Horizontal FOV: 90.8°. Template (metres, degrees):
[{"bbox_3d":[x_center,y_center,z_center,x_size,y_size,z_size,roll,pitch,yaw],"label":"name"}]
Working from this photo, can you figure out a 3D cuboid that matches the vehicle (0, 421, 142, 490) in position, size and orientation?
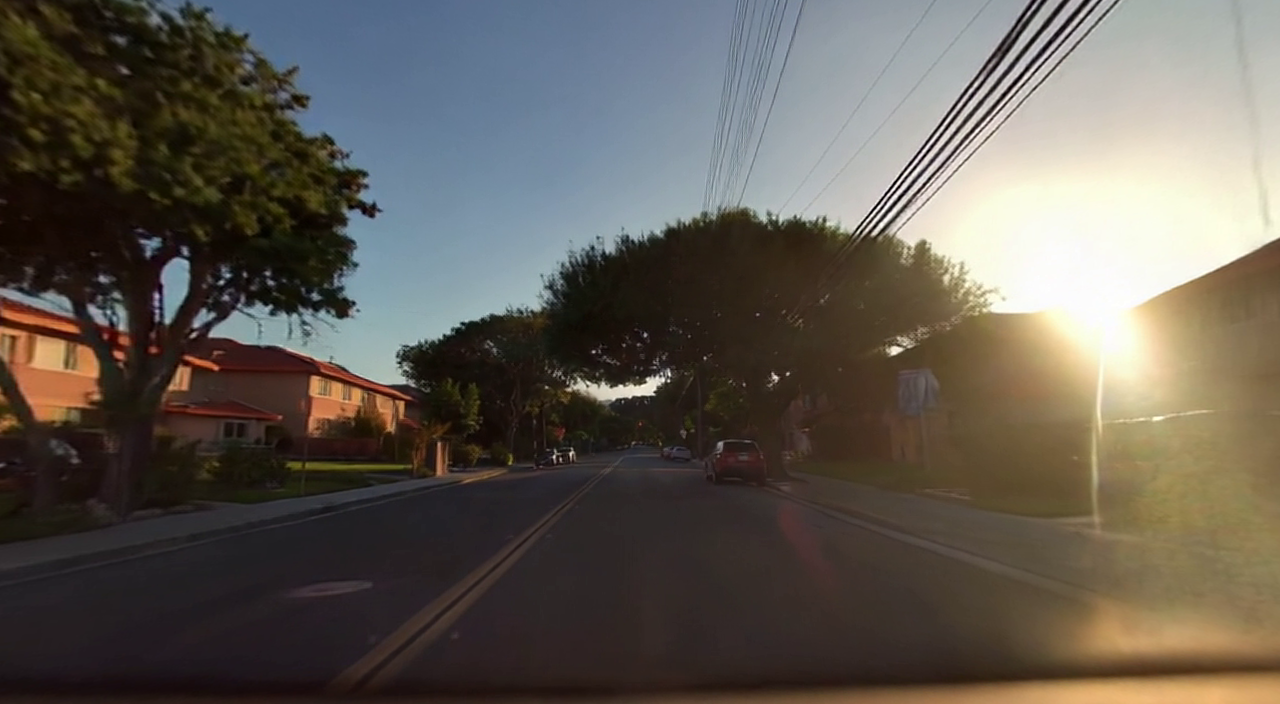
[{"bbox_3d":[-18.174,3.110,19.125,2.034,1.829,5.161,0,-8,-2],"label":"vehicle"}]

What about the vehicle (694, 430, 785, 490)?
[{"bbox_3d":[3.358,3.797,22.573,2.114,1.858,5.144,0,-8,-4],"label":"vehicle"}]

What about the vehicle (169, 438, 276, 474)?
[{"bbox_3d":[-22.026,5.497,33.645,2.139,1.746,5.099,0,-8,1],"label":"vehicle"}]

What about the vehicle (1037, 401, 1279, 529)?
[{"bbox_3d":[9.621,1.723,9.889,5.490,1.774,1.867,0,-8,0],"label":"vehicle"}]
